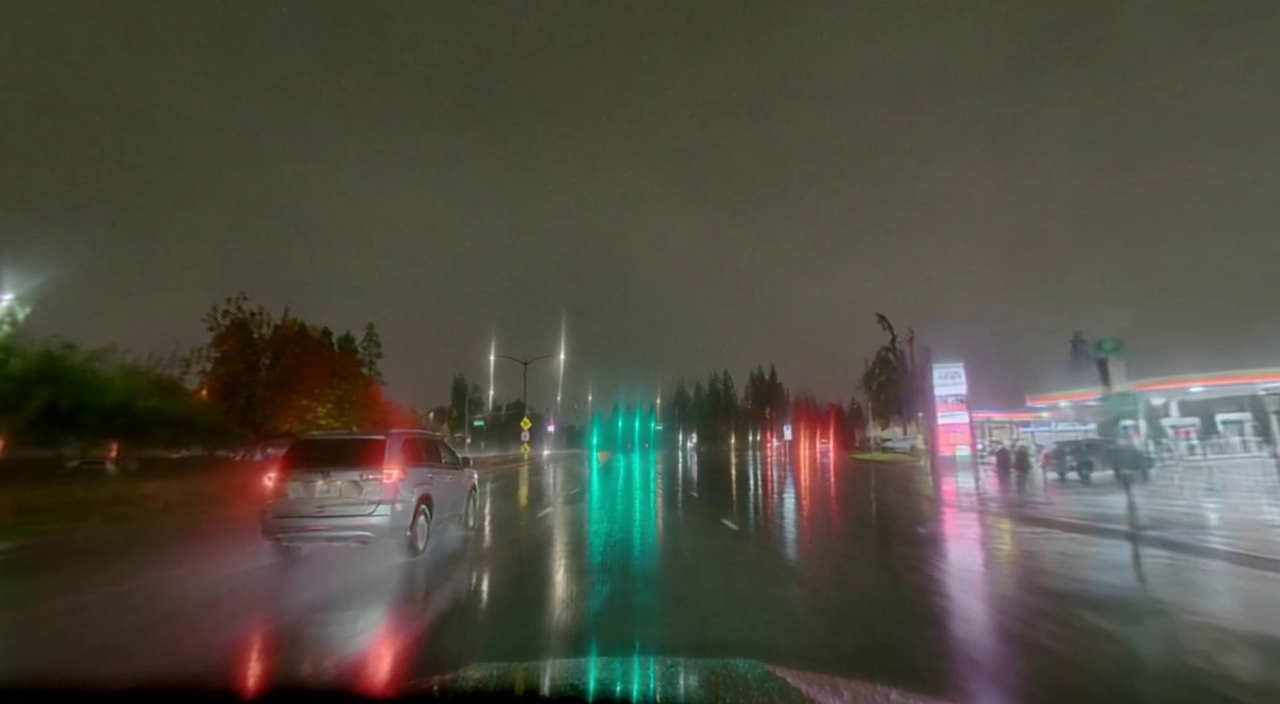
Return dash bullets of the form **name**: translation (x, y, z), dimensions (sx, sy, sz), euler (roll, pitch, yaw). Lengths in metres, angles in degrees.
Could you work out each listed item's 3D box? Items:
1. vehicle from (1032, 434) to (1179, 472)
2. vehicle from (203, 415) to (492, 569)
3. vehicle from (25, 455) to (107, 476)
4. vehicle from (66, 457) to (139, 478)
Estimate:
- **vehicle**: translation (18.583, 4.058, 25.276), dimensions (4.398, 1.457, 1.806), euler (0, -9, 2)
- **vehicle**: translation (-3.736, 1.875, 9.254), dimensions (2.039, 1.656, 4.710), euler (0, -9, -1)
- **vehicle**: translation (-42.033, 8.301, 46.225), dimensions (1.770, 1.405, 4.502), euler (0, -9, 0)
- **vehicle**: translation (-39.334, 8.463, 46.167), dimensions (1.622, 1.345, 4.259), euler (0, -9, -1)
